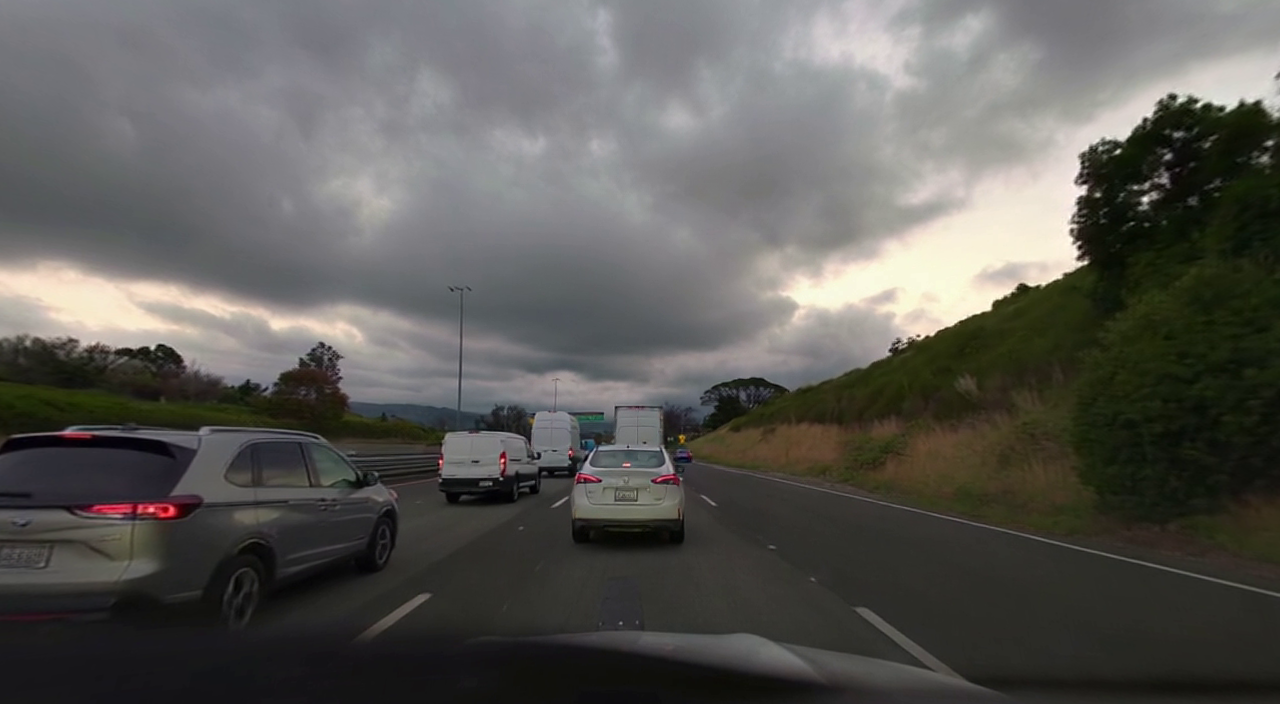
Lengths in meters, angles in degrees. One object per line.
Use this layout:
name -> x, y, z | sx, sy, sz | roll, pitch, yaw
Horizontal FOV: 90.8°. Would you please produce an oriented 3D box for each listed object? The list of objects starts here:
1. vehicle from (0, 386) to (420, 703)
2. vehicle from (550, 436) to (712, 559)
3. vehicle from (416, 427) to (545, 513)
vehicle -> -3.677, 1.342, 5.329 | 2.029, 1.656, 4.437 | -1, -9, 0
vehicle -> -0.119, 2.070, 9.570 | 1.995, 1.495, 3.380 | 0, -9, 0
vehicle -> -3.943, 3.019, 16.598 | 2.055, 1.913, 4.584 | -1, -9, 2
